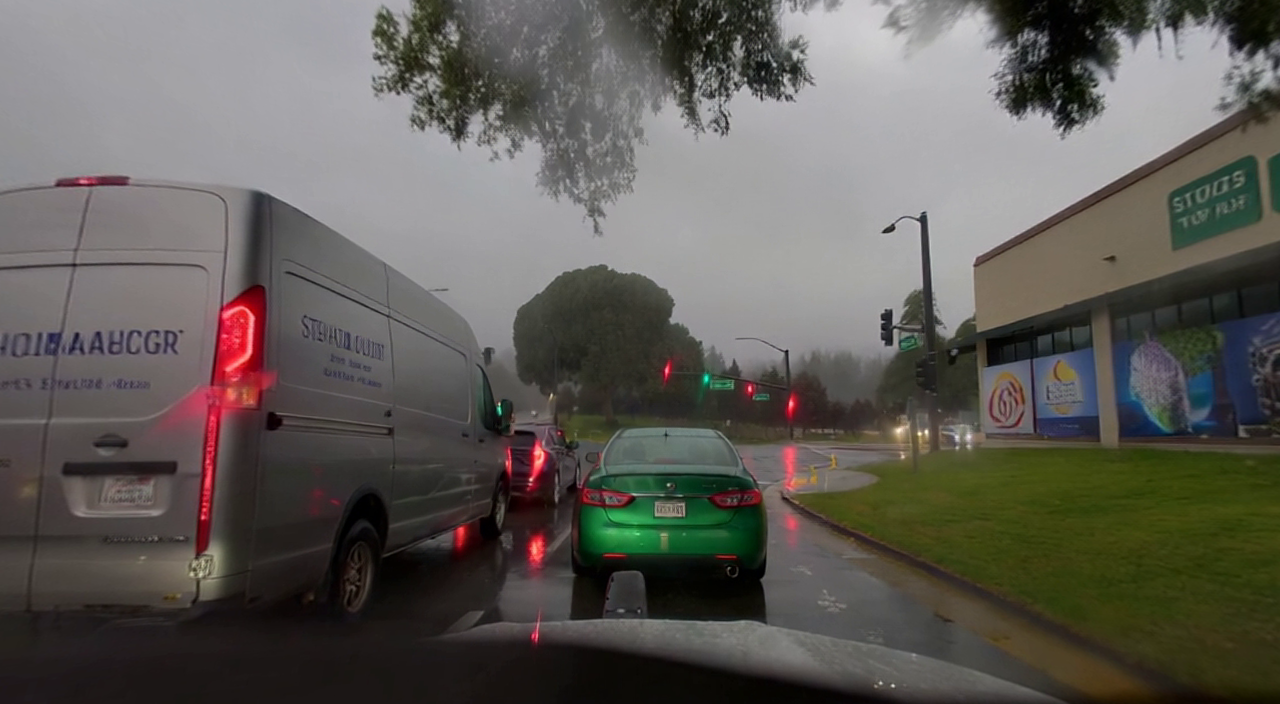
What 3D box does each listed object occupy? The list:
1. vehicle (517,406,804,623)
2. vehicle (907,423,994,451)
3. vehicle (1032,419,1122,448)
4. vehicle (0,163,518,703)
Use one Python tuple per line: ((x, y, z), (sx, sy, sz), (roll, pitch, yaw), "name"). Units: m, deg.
((0.314, 1.666, 7.471), (2.398, 1.773, 4.254), (-1, -8, 4), "vehicle")
((21.944, 6.042, 44.590), (5.021, 1.848, 2.210), (1, -9, -9), "vehicle")
((32.000, 6.026, 46.171), (5.084, 2.041, 2.360), (1, -9, -9), "vehicle")
((-3.072, 0.893, 6.025), (2.555, 3.035, 5.702), (0, -8, 1), "vehicle")
